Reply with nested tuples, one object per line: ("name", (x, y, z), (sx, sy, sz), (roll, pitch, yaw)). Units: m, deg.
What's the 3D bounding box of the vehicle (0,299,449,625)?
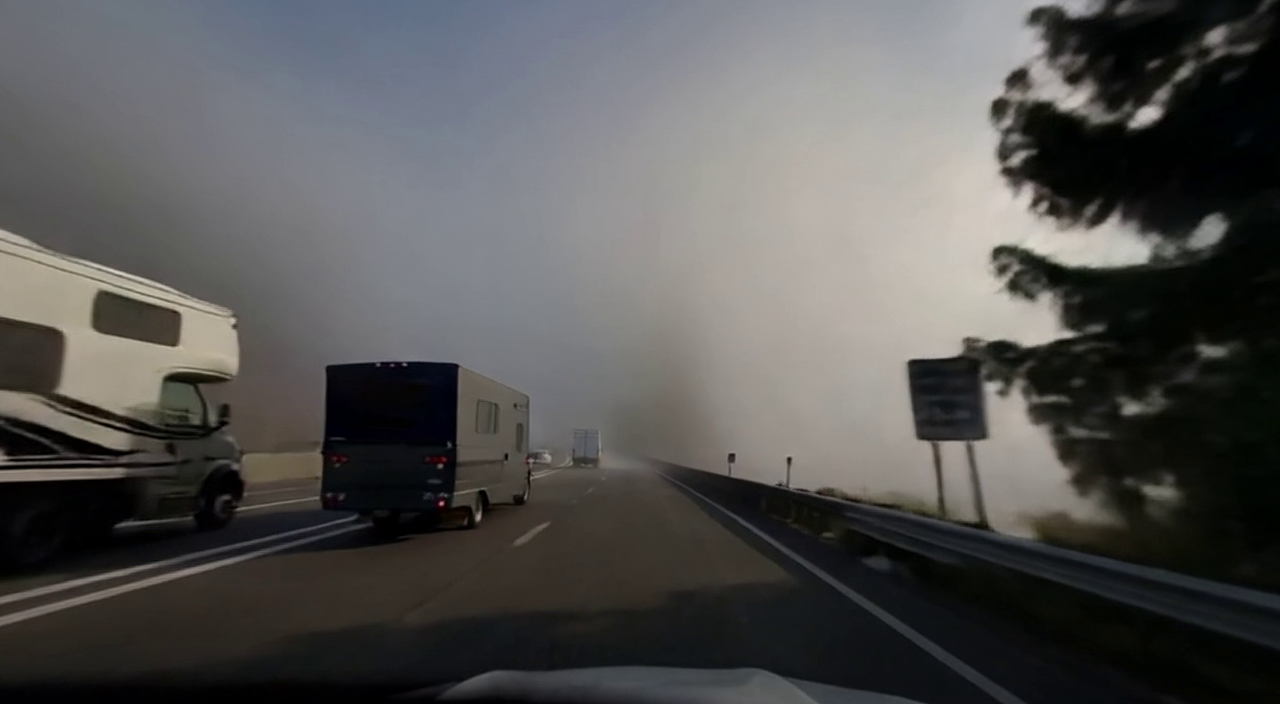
("vehicle", (-3.890, 1.127, 6.944), (2.331, 2.583, 3.743), (0, -9, 0))
